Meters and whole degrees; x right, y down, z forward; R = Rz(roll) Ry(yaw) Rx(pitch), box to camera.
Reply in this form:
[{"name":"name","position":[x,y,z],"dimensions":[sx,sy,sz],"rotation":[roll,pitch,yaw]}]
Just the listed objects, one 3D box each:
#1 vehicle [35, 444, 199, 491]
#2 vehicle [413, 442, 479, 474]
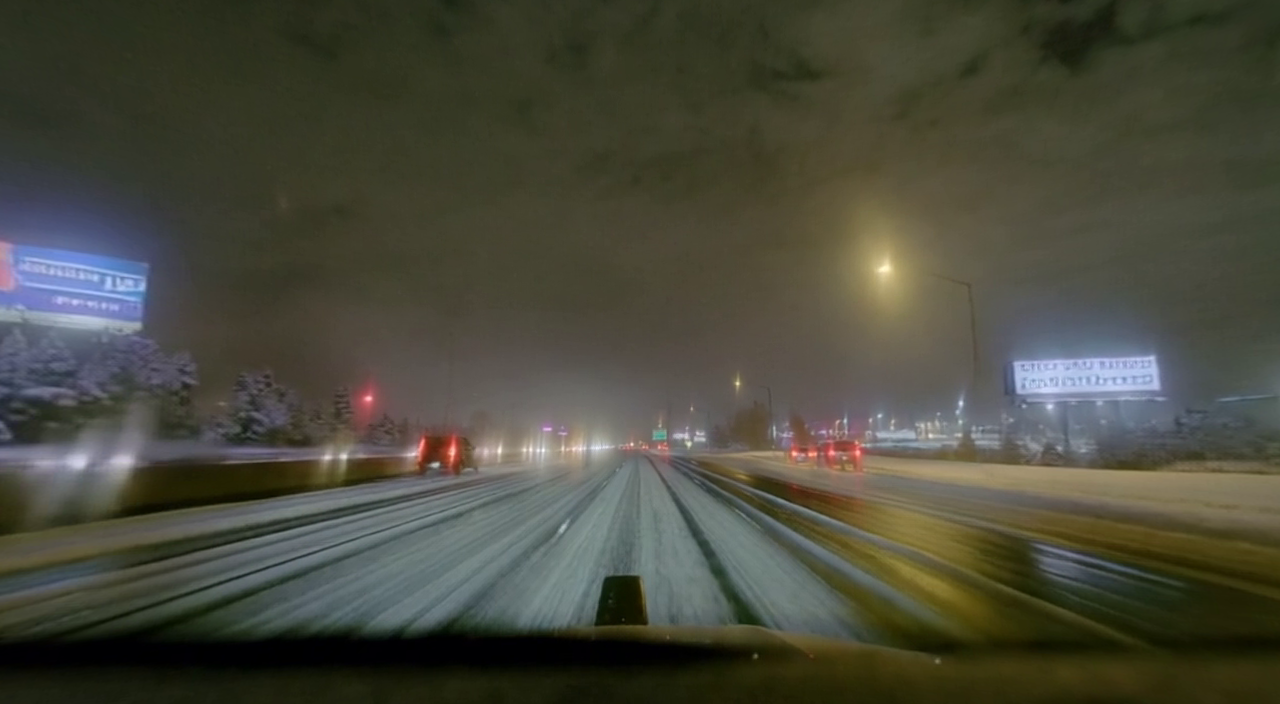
[{"name":"vehicle","position":[-18.657,4.107,22.748],"dimensions":[1.857,1.533,4.696],"rotation":[0,-9,0]},{"name":"vehicle","position":[-10.084,5.534,32.993],"dimensions":[1.974,1.513,4.584],"rotation":[0,-9,0]}]
